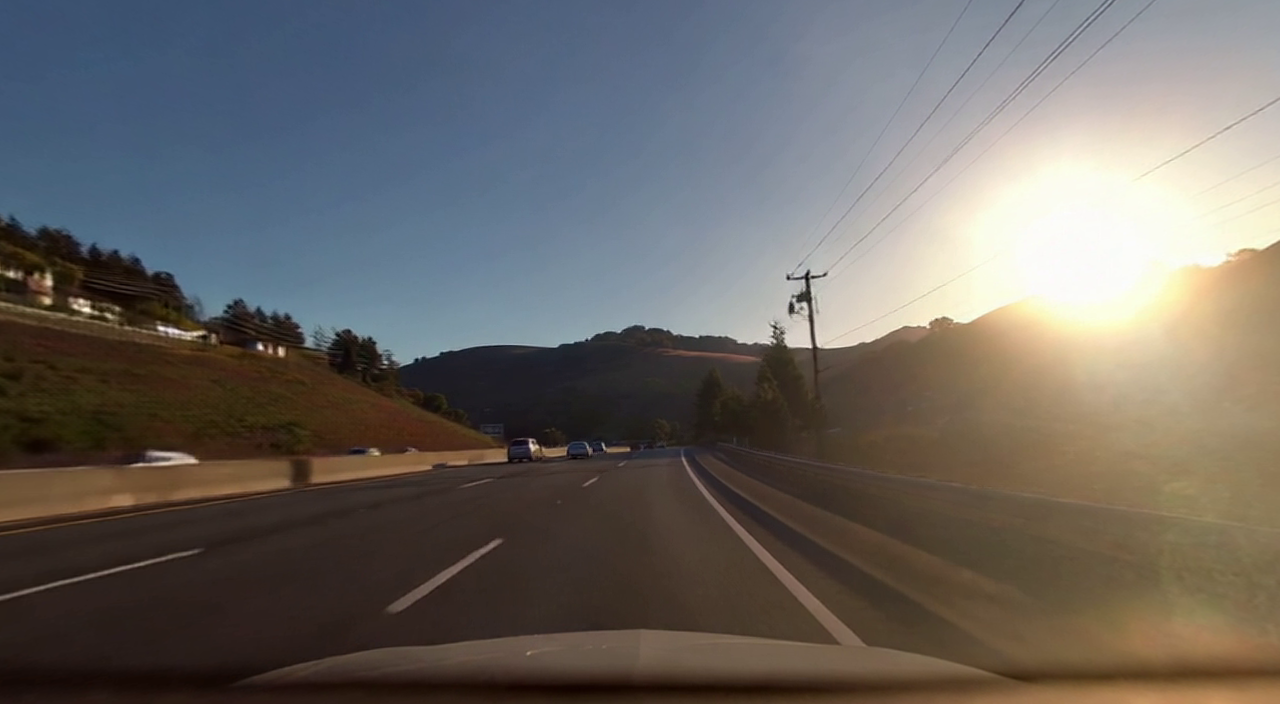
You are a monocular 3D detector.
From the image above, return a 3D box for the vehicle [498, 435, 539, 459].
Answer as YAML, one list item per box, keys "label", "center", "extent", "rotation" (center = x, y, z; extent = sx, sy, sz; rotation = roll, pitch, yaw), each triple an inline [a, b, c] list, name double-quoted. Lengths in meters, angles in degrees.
- label: "vehicle"
  center: [-9.400, 7.374, 48.864]
  extent: [2.063, 1.743, 4.392]
  rotation: [-1, -8, 3]

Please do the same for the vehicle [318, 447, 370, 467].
- label: "vehicle"
  center: [-23.057, 8.177, 49.064]
  extent: [1.830, 1.402, 4.168]
  rotation: [0, -9, 4]

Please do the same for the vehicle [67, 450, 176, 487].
- label: "vehicle"
  center: [-20.977, 4.697, 25.549]
  extent: [1.517, 1.341, 3.268]
  rotation: [-1, -8, 3]
